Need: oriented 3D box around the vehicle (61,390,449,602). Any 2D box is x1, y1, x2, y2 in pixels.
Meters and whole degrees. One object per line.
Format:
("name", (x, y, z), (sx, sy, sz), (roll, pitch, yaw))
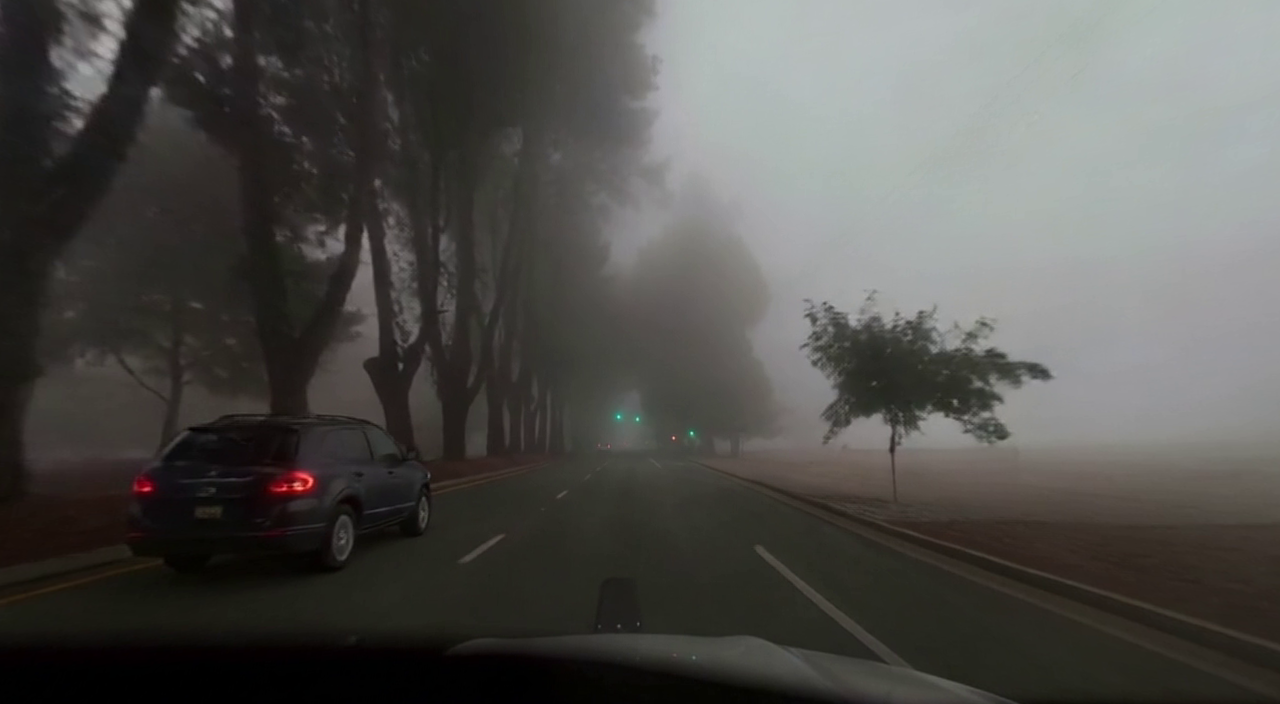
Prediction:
("vehicle", (-3.838, 1.500, 7.335), (2.018, 1.769, 3.897), (0, -8, -1))
